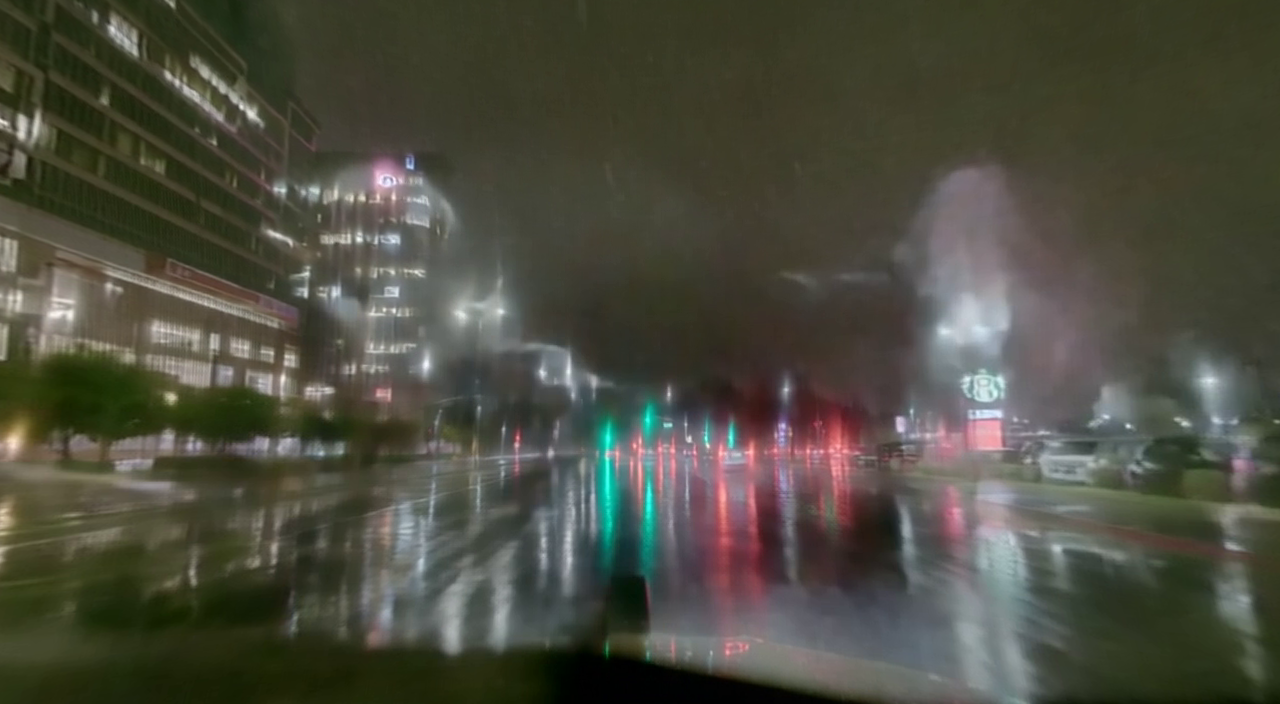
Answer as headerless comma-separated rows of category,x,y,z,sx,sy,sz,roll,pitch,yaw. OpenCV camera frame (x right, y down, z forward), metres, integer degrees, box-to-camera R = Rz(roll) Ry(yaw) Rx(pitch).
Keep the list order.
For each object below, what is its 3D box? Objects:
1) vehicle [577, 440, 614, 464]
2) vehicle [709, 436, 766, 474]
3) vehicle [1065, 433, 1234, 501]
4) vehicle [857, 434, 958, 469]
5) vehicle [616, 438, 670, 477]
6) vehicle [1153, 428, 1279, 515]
vehicle,-2.955,6.733,42.477,2.029,1.482,4.591,-1,-8,2
vehicle,4.590,4.908,30.256,2.007,1.683,4.171,0,-8,-1
vehicle,13.991,3.083,17.294,4.232,1.627,2.054,5,-10,-29
vehicle,15.174,5.652,35.952,4.775,1.728,1.996,-2,-9,0
vehicle,0.152,4.327,26.046,2.059,1.477,3.988,0,-8,1
vehicle,14.013,2.610,14.233,4.288,1.695,2.014,4,-9,-27
